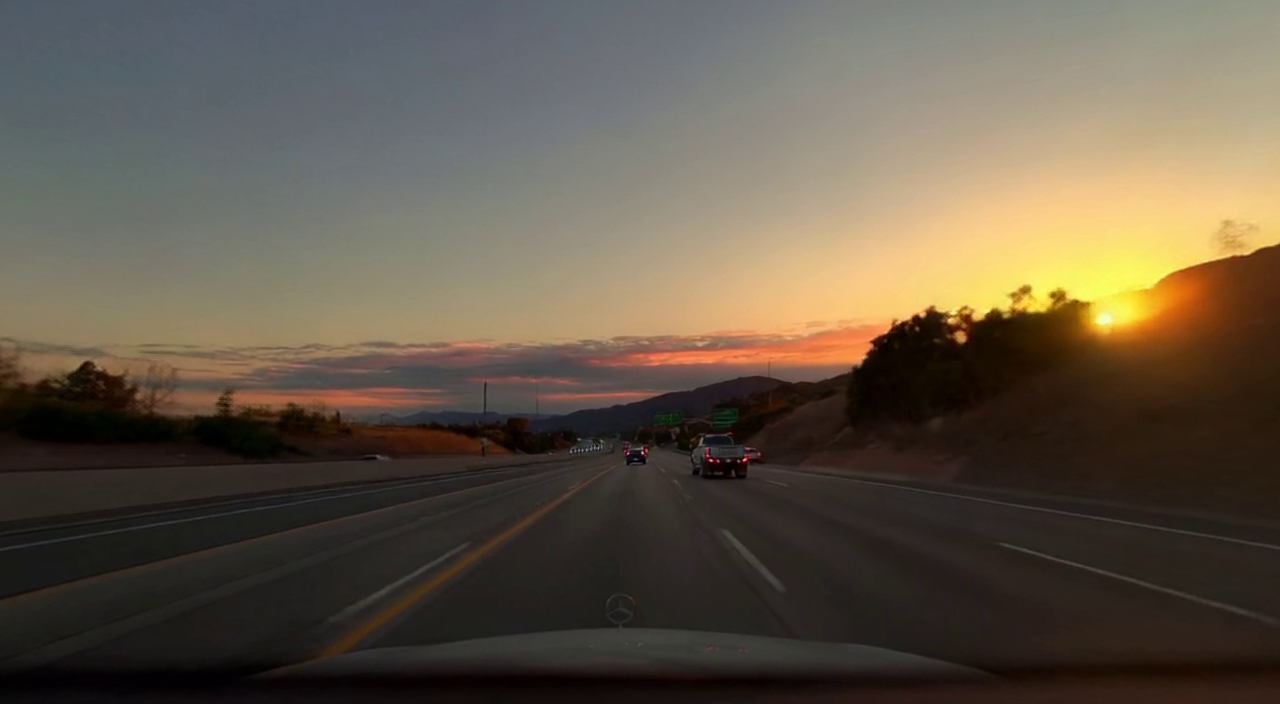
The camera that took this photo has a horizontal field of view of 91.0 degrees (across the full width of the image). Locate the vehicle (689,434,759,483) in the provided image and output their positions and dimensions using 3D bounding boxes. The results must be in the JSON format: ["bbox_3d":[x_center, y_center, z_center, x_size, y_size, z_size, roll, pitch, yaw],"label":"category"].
[{"bbox_3d":[3.391,4.428,26.469,2.269,1.839,4.554,0,-9,-1],"label":"vehicle"}]

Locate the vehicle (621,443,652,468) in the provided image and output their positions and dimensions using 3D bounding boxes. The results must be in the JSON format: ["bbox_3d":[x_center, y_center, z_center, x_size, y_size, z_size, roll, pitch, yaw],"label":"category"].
[{"bbox_3d":[-0.227,7.390,44.943,2.142,1.664,4.076,0,-9,0],"label":"vehicle"}]
